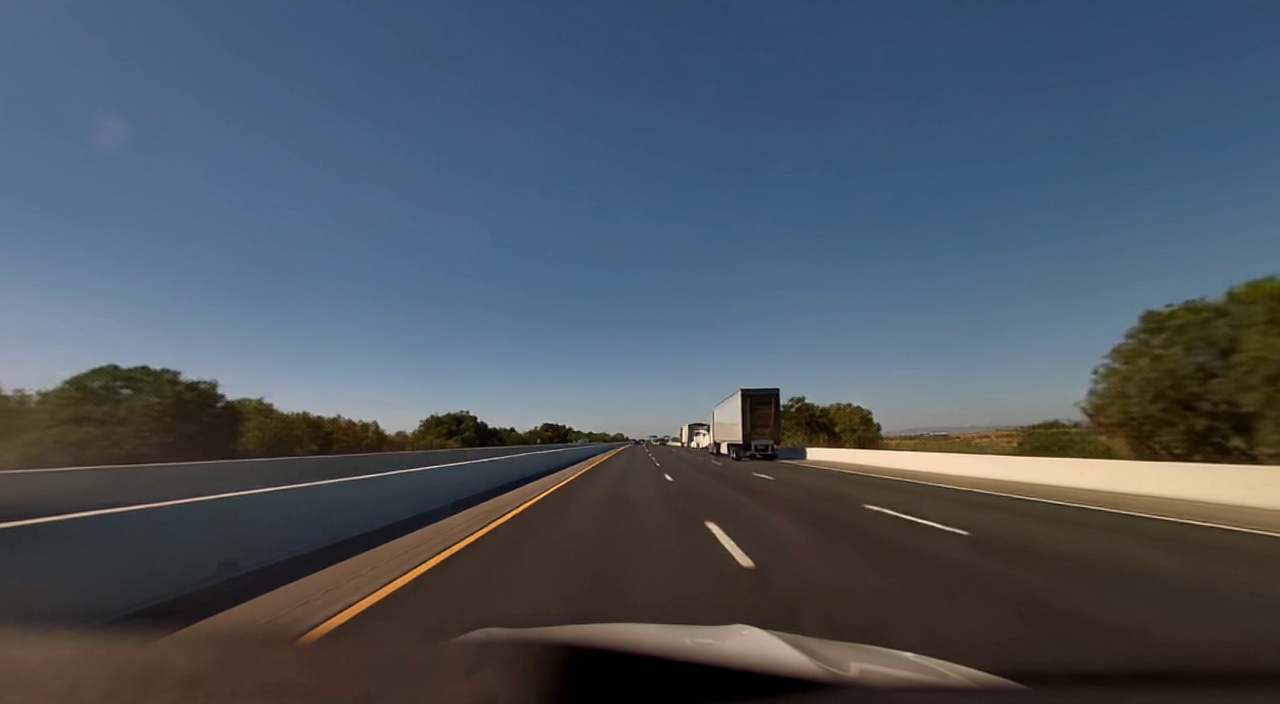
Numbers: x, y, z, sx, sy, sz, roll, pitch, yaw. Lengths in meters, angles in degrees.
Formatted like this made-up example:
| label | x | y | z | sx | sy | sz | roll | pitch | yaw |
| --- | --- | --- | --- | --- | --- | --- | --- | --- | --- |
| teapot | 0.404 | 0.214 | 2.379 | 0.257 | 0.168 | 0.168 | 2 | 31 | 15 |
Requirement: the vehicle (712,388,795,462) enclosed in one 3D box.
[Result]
| label | x | y | z | sx | sy | sz | roll | pitch | yaw |
| --- | --- | --- | --- | --- | --- | --- | --- | --- | --- |
| vehicle | 7.154 | 5.076 | 42.321 | 2.885 | 4.075 | 13.981 | 0 | -8 | 0 |
